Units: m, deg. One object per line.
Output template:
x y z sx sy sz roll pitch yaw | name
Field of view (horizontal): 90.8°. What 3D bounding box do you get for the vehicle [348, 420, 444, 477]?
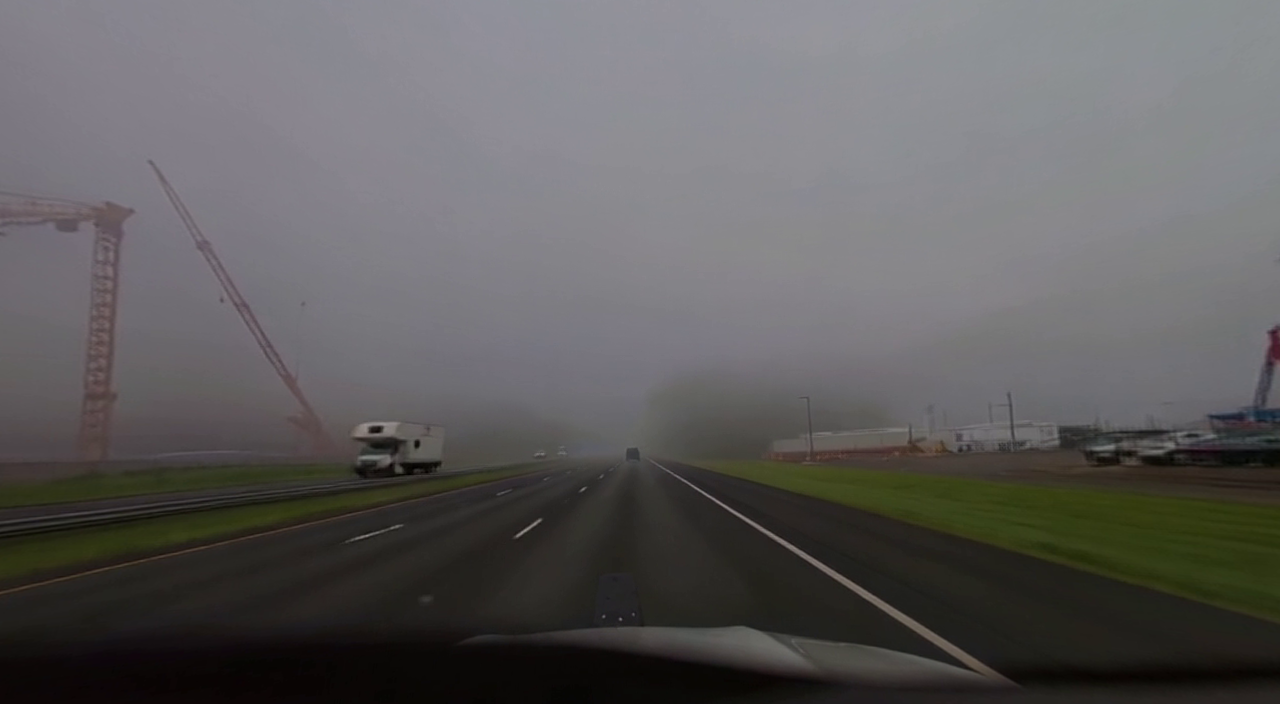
-16.430 6.638 43.351 2.917 3.480 8.865 0 -9 1 | vehicle
